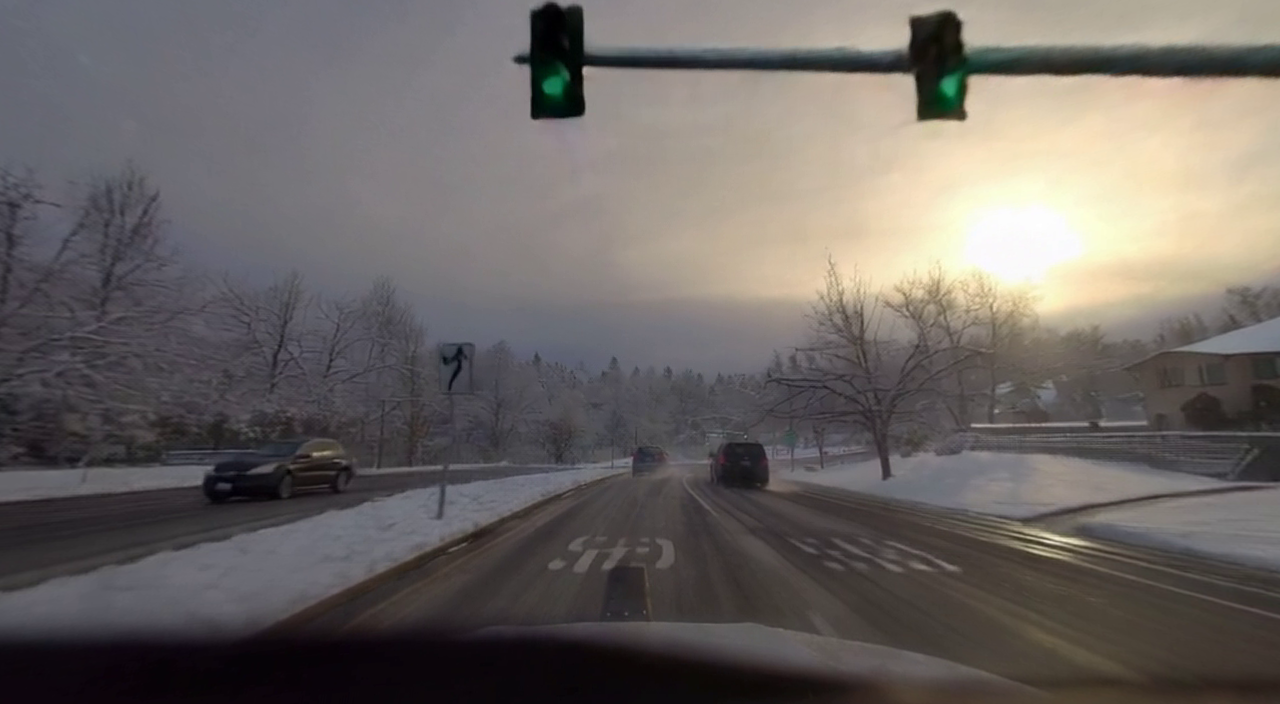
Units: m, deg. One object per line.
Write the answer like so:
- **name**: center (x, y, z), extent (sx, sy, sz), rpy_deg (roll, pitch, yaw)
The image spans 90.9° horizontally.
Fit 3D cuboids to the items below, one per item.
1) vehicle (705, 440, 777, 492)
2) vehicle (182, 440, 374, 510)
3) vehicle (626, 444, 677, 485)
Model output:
- **vehicle**: center (3.769, 4.343, 24.393), extent (2.166, 1.799, 4.372), rpy_deg (-1, -9, 1)
- **vehicle**: center (-8.964, 3.059, 16.234), extent (1.991, 1.503, 4.688), rpy_deg (-1, -9, 3)
- **vehicle**: center (0.631, 5.426, 30.639), extent (2.185, 1.822, 4.391), rpy_deg (-1, -9, 5)
